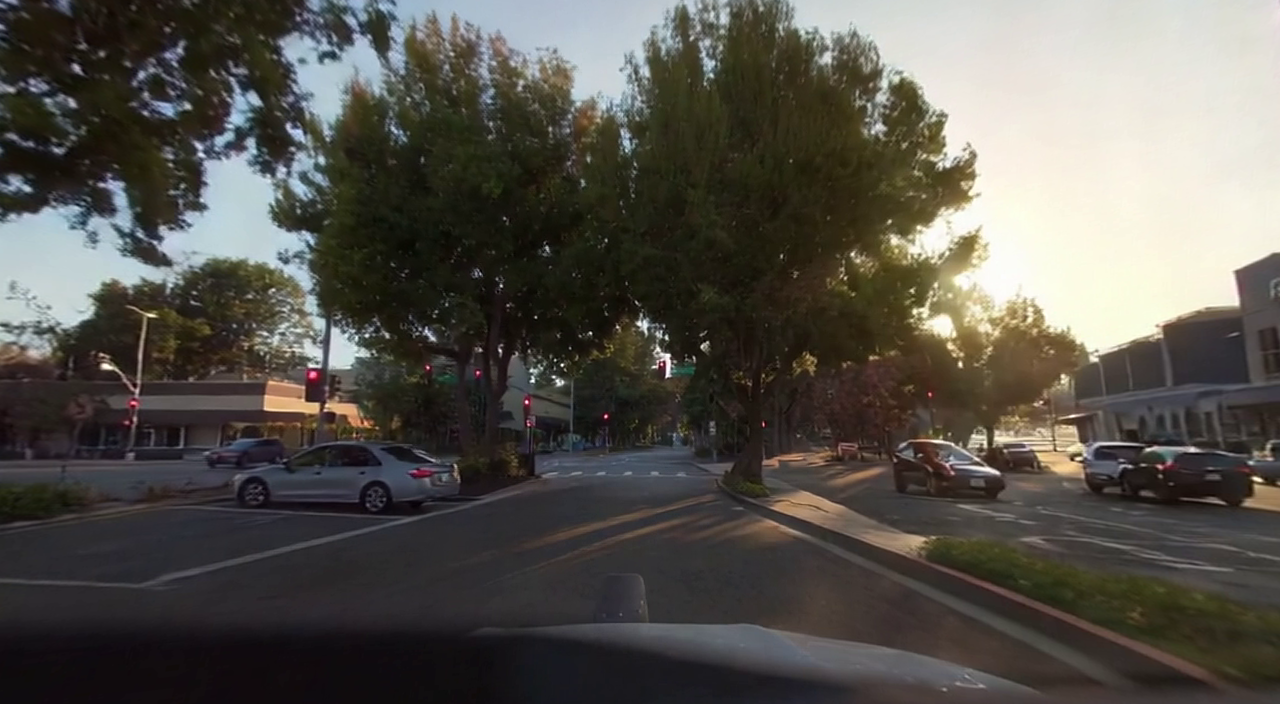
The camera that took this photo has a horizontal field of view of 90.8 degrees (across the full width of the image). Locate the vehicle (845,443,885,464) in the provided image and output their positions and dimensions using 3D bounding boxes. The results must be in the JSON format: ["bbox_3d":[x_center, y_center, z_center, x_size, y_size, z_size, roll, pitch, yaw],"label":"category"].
[{"bbox_3d":[16.324,7.371,45.994,1.824,1.453,4.148,-2,-9,7],"label":"vehicle"}]

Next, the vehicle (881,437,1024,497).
[{"bbox_3d":[8.928,3.296,18.604,2.061,1.519,4.794,-1,-8,5],"label":"vehicle"}]

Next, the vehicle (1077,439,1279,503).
[{"bbox_3d":[14.282,3.122,17.111,1.951,1.491,4.359,0,-8,4],"label":"vehicle"}]

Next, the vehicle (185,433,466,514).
[{"bbox_3d":[-6.350,2.442,13.083,4.792,1.468,2.116,-1,-8,9],"label":"vehicle"}]
